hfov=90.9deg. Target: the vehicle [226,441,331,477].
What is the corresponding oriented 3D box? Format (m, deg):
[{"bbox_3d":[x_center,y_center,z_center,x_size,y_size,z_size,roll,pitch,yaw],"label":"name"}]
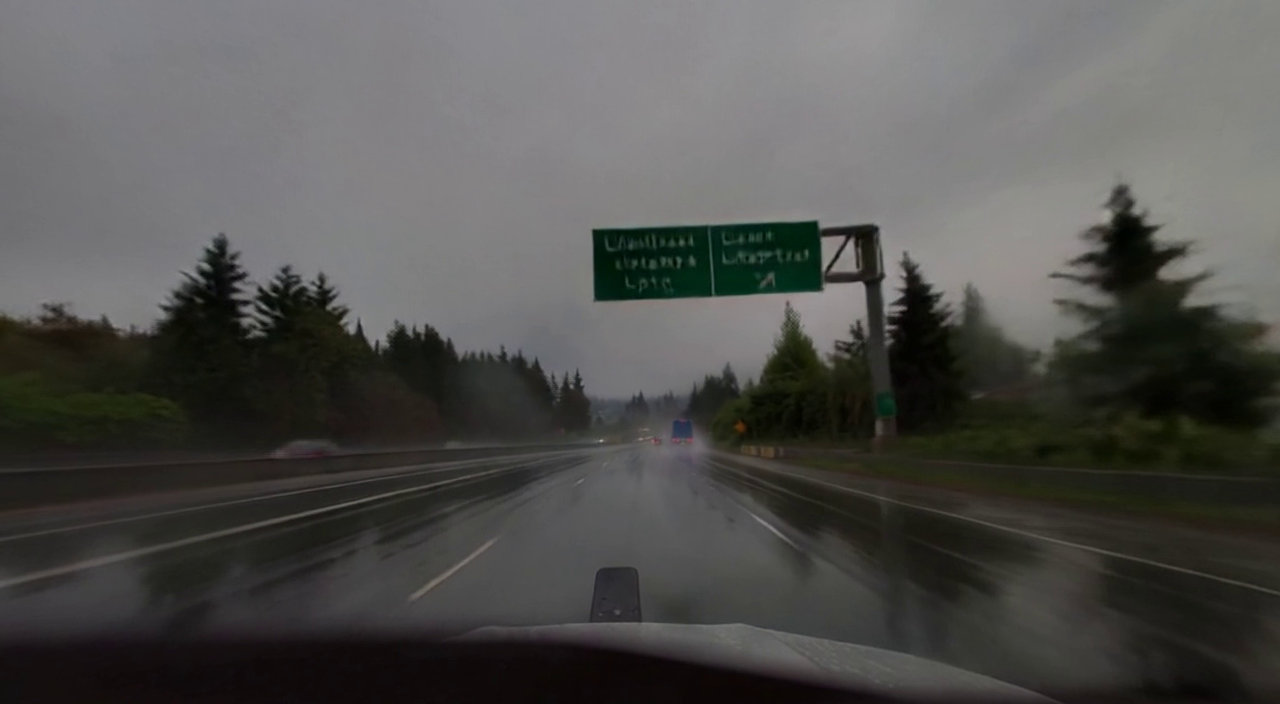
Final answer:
[{"bbox_3d":[-16.694,4.914,29.400,2.073,1.476,4.777,0,-8,0],"label":"vehicle"}]
